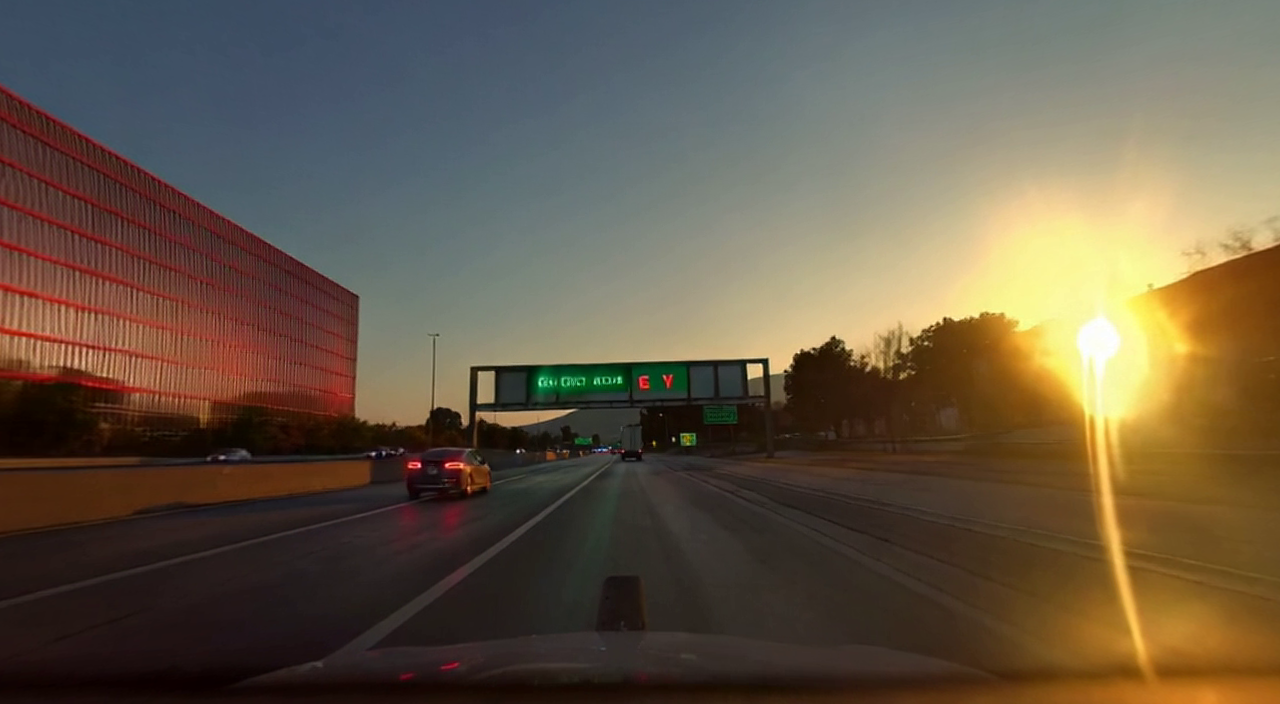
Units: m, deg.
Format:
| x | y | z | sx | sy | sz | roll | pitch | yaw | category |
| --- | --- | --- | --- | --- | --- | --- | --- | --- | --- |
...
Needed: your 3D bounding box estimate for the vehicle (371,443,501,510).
| x | y | z | sx | sy | sz | roll | pitch | yaw | category |
| --- | --- | --- | --- | --- | --- | --- | --- | --- | --- |
| -5.123 | 3.154 | 16.510 | 1.943 | 1.510 | 4.201 | 0 | -9 | 1 | vehicle |
